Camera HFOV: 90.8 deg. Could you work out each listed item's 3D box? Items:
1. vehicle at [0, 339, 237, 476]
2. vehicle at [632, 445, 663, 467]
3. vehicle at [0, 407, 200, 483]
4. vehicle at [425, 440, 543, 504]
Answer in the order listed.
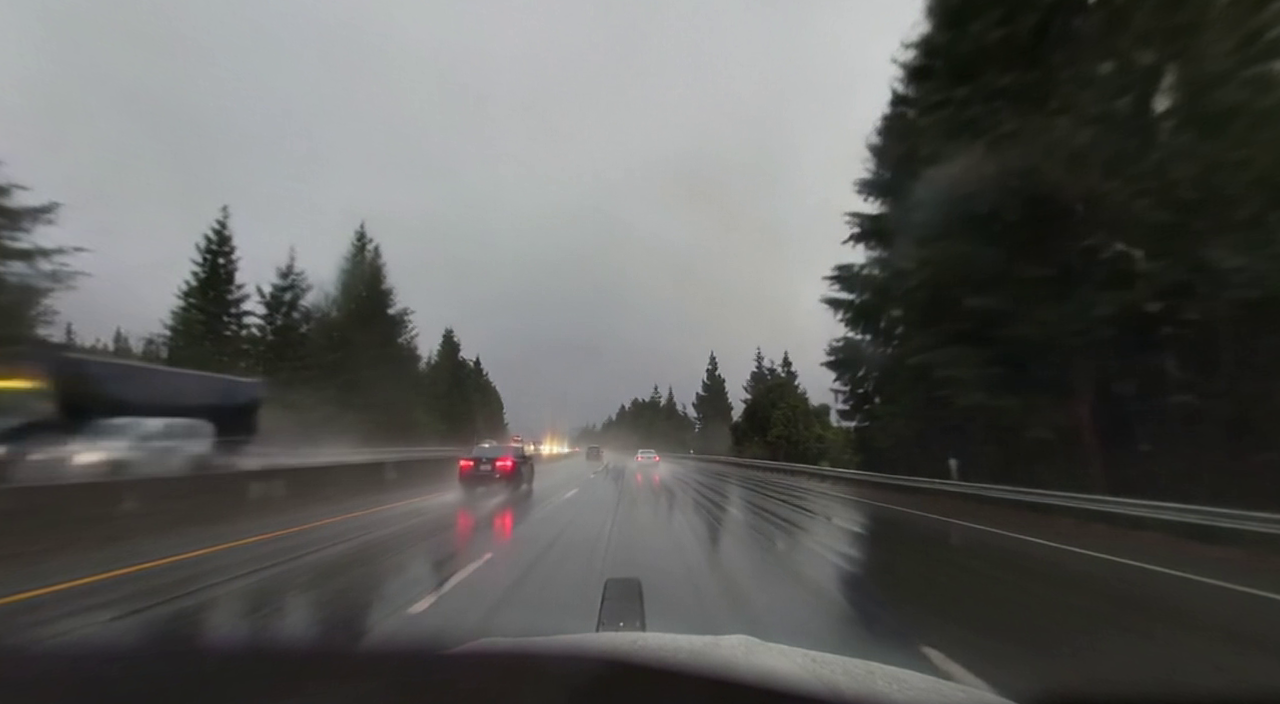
[{"bbox_3d":[-16.759,1.959,19.861,2.847,3.475,7.687,0,-9,1],"label":"vehicle"},{"bbox_3d":[0.505,7.375,44.856,2.008,1.499,3.192,0,-9,-2],"label":"vehicle"},{"bbox_3d":[-12.833,2.200,14.889,1.919,1.534,4.101,0,-9,0],"label":"vehicle"},{"bbox_3d":[-4.041,3.184,17.240,2.054,1.500,4.469,0,-9,0],"label":"vehicle"}]
